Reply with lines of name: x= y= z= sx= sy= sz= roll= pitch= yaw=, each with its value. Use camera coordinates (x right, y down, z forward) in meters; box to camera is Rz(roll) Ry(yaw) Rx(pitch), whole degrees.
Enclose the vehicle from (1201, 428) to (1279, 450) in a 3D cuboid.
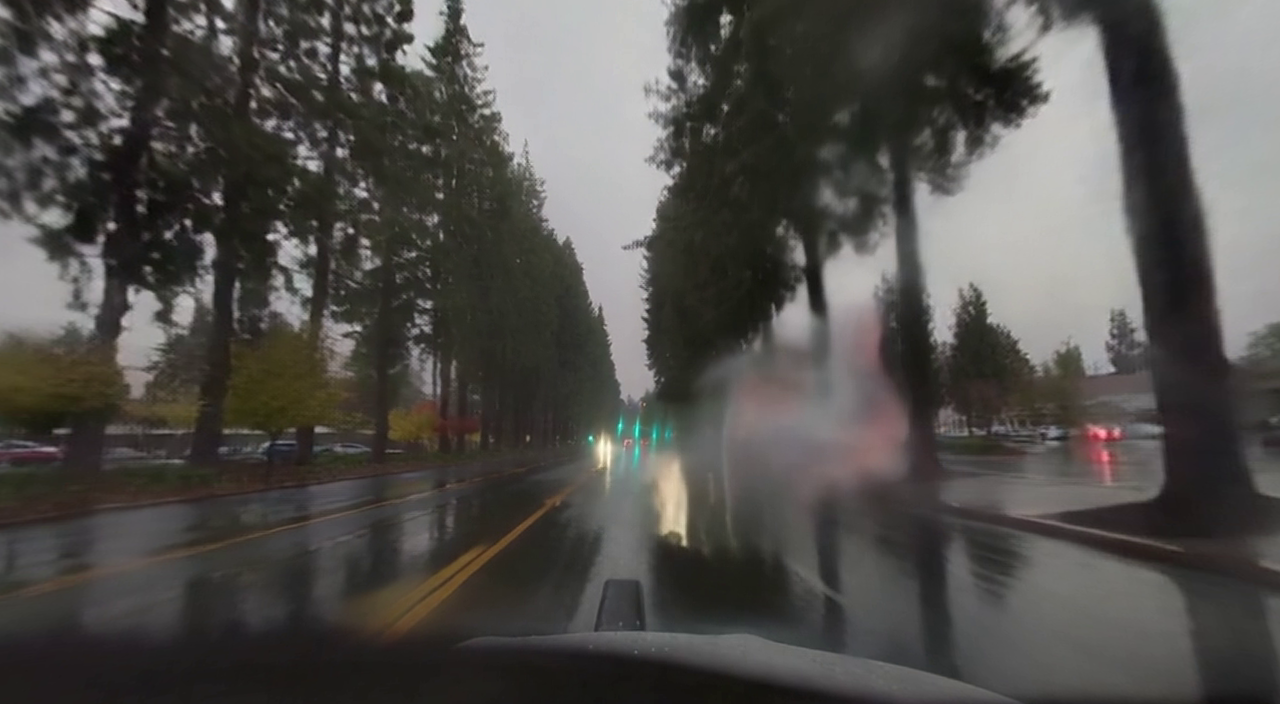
vehicle: x=44.679 y=6.411 z=46.874 sx=1.826 sy=1.461 sz=4.516 roll=-2 pitch=-7 yaw=-1
